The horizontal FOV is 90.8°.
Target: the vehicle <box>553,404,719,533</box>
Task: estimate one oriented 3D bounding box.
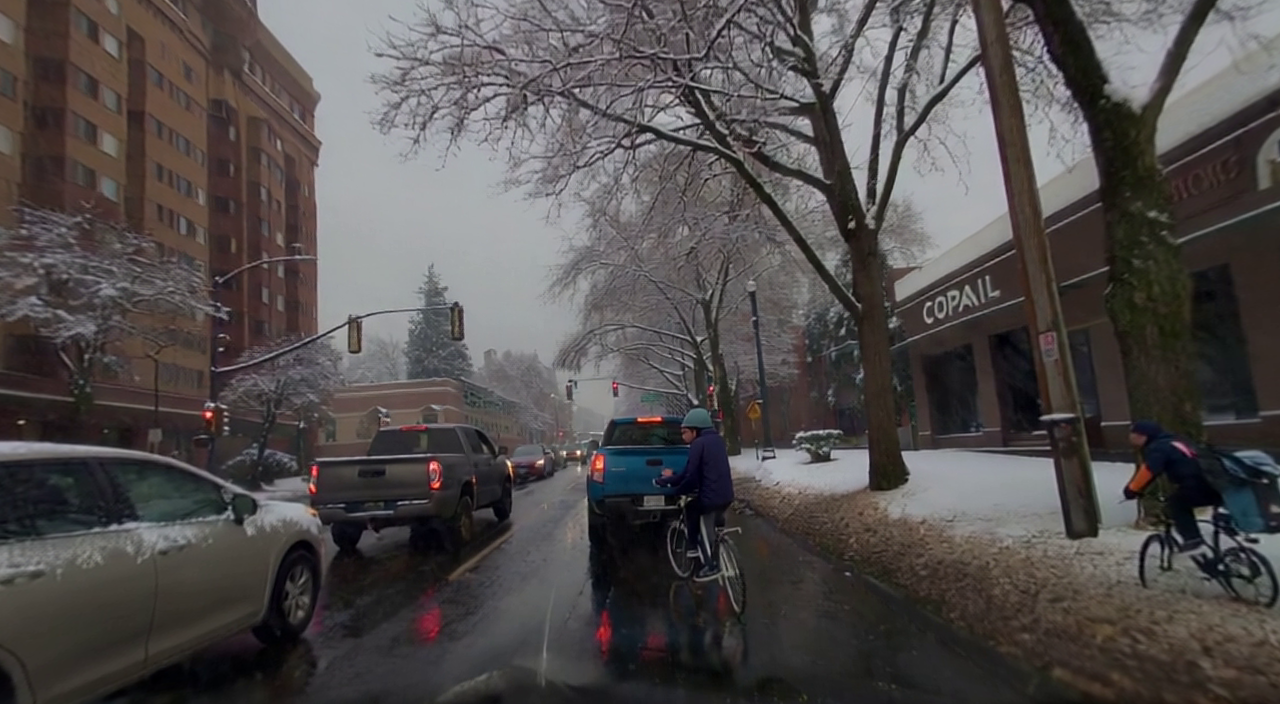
[{"bbox_3d":[-0.104,2.098,11.844,2.426,1.882,5.027,0,-9,-1],"label":"vehicle"}]

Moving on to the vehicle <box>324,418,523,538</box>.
[{"bbox_3d":[-3.609,2.209,11.610,2.046,1.750,4.452,0,-9,0],"label":"vehicle"}]

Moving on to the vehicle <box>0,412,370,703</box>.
[{"bbox_3d":[-3.558,1.172,3.683,2.064,1.486,4.140,0,-9,1],"label":"vehicle"}]
